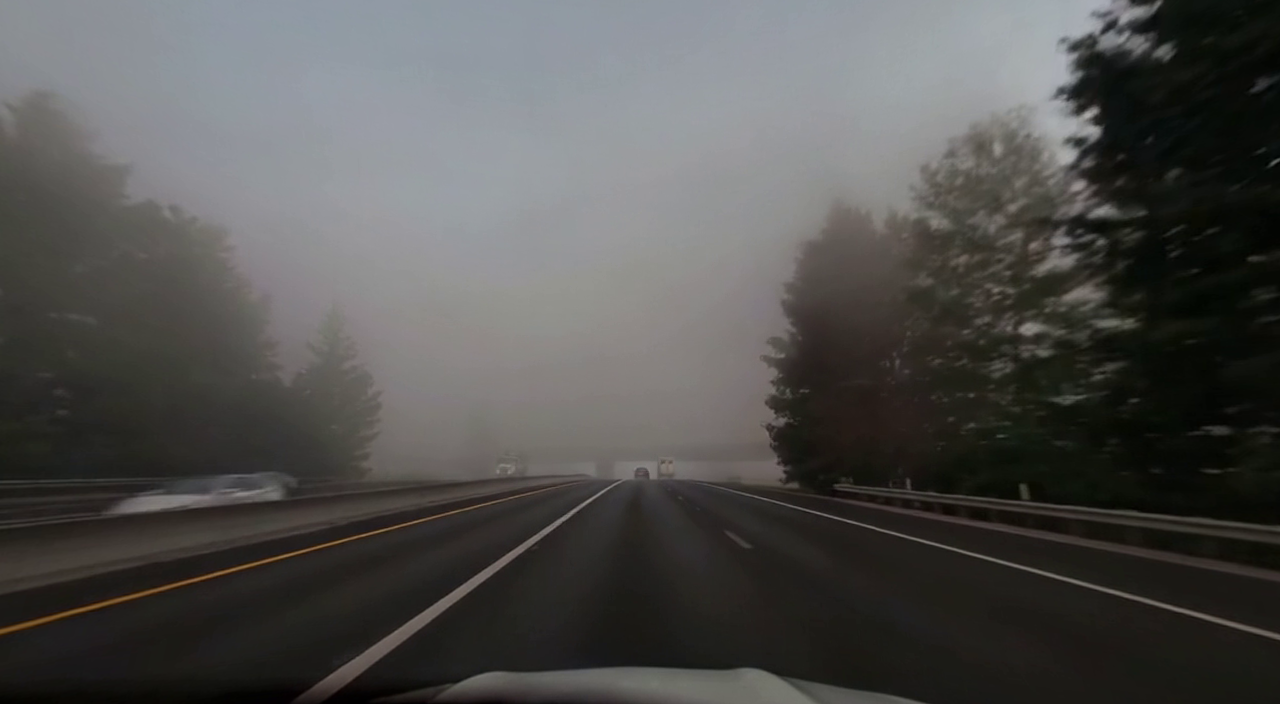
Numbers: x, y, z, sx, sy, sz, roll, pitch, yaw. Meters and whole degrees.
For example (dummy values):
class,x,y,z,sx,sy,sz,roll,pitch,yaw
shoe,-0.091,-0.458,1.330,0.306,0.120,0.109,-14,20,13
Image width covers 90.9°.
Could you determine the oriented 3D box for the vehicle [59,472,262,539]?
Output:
class,x,y,z,sx,sy,sz,roll,pitch,yaw
vehicle,-12.092,3.860,16.352,1.872,1.435,4.267,1,-11,0
